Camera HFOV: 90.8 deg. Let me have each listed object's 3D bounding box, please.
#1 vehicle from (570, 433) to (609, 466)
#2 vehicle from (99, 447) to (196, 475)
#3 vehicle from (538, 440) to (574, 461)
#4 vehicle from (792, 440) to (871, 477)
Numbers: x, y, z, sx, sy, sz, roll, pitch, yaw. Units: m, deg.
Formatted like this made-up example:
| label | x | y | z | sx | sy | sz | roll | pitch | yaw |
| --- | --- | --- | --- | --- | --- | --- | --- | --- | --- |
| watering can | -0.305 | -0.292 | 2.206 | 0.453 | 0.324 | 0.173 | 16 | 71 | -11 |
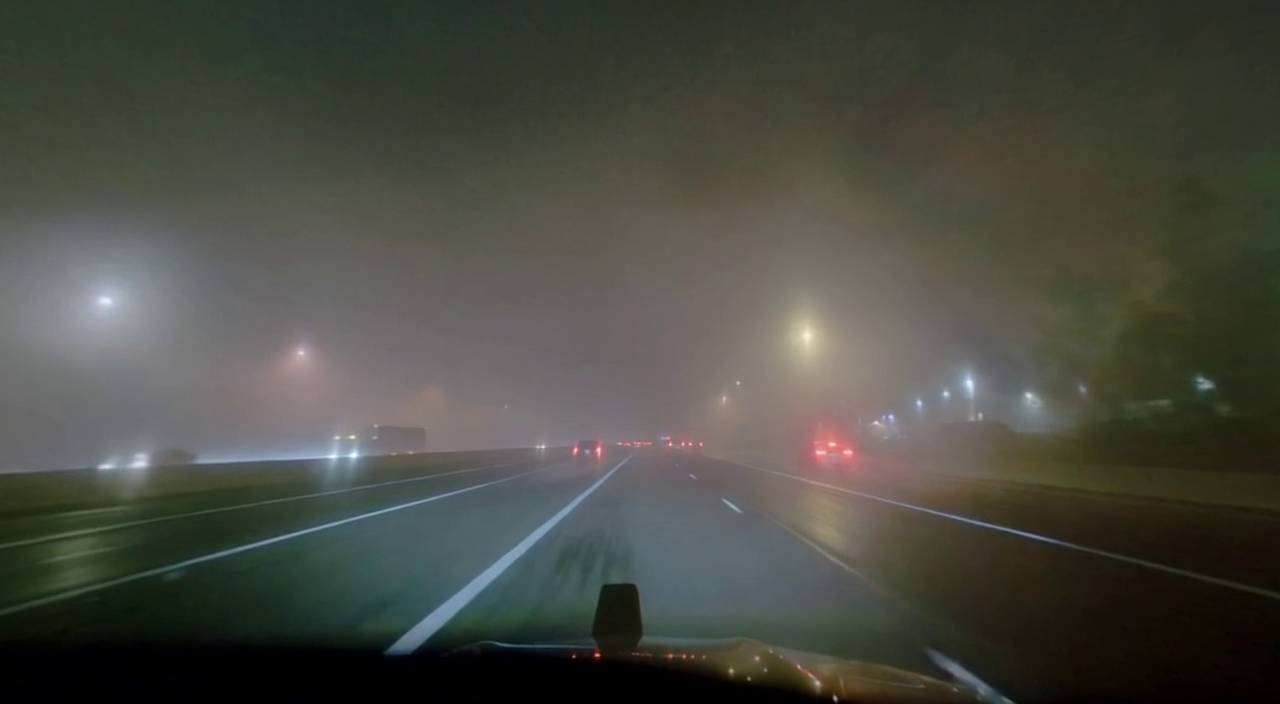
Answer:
| label | x | y | z | sx | sy | sz | roll | pitch | yaw |
| --- | --- | --- | --- | --- | --- | --- | --- | --- | --- |
| vehicle | -2.945 | 5.829 | 37.863 | 1.893 | 1.827 | 4.513 | 0 | -8 | 1 |
| vehicle | -29.311 | 6.464 | 37.774 | 1.956 | 1.566 | 4.663 | 0 | -8 | 1 |
| vehicle | -6.247 | 7.385 | 47.441 | 2.009 | 1.462 | 4.458 | 0 | -8 | 1 |
| vehicle | 7.955 | 4.444 | 26.680 | 1.900 | 1.432 | 4.519 | 0 | -8 | 0 |
